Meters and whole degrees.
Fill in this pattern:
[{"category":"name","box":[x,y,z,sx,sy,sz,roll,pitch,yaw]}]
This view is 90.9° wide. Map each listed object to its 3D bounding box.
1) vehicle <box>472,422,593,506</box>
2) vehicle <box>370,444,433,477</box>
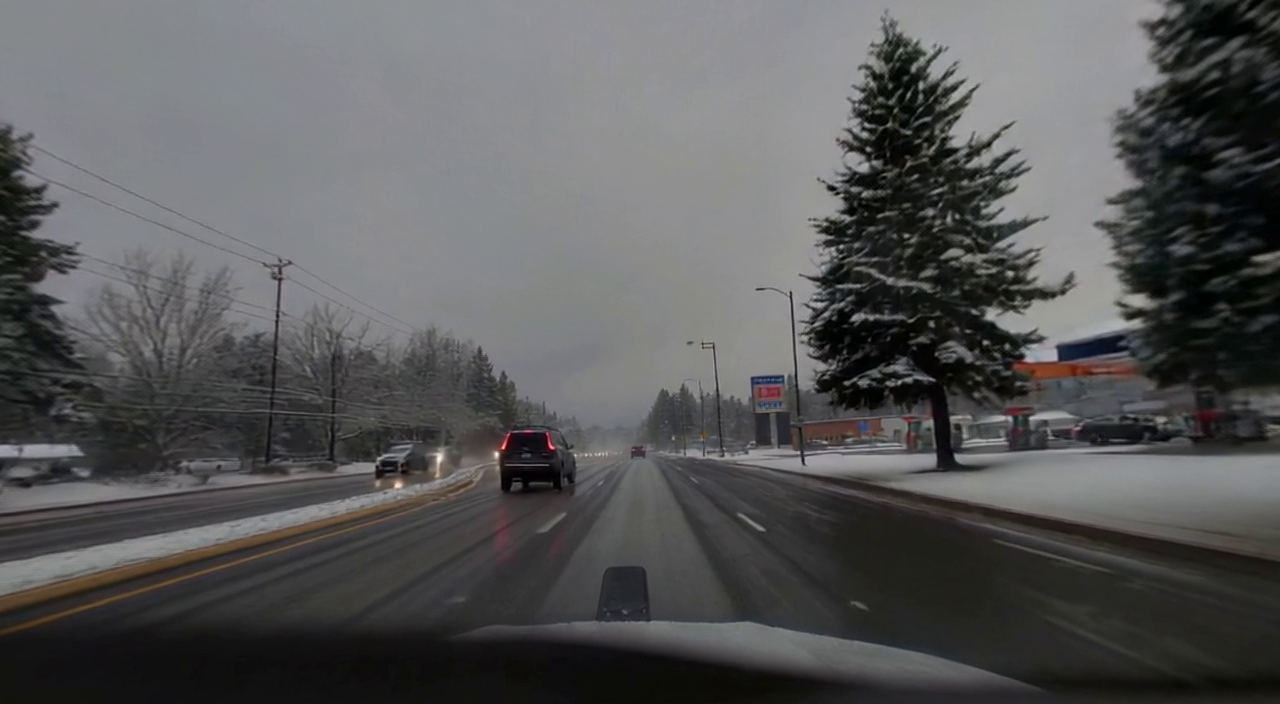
[{"category":"vehicle","box":[-2.556,2.827,16.401,2.190,1.844,4.751,0,-8,2]},{"category":"vehicle","box":[-13.156,5.991,35.030,1.825,1.705,4.234,0,-8,0]}]
